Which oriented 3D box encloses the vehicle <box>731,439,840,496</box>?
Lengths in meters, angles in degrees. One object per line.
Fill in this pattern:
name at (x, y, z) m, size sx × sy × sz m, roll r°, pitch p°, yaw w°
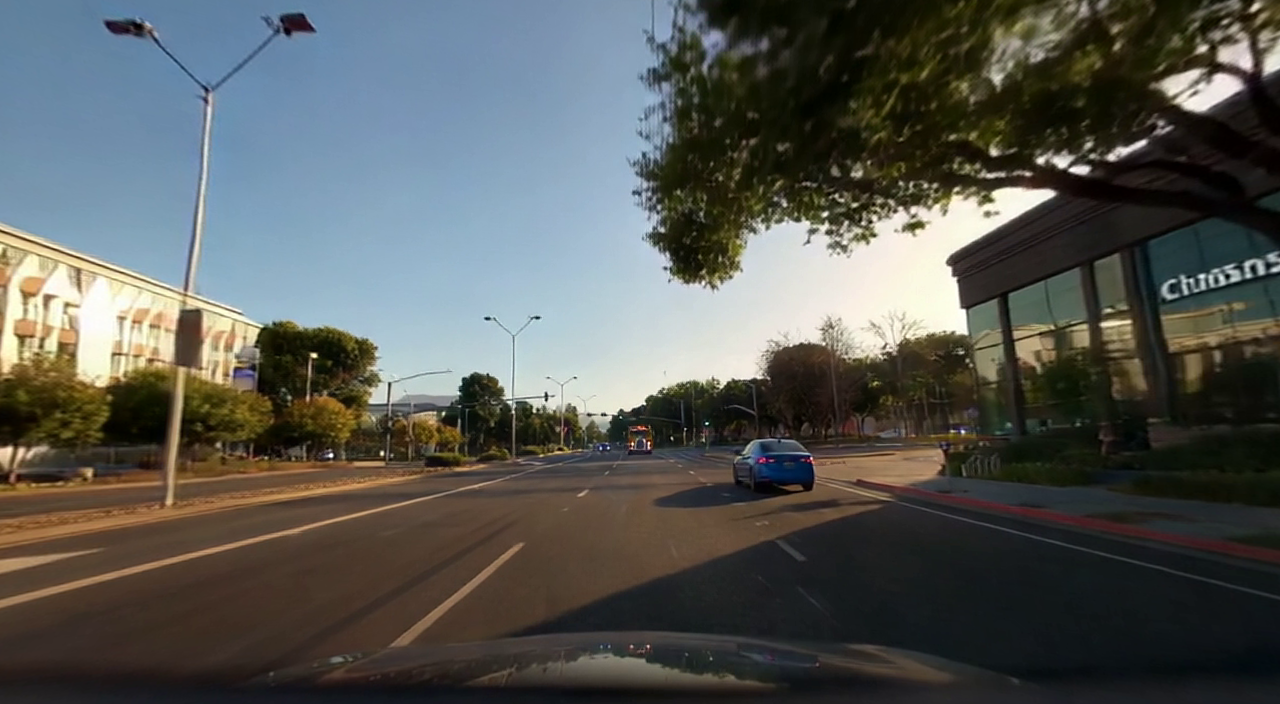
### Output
vehicle at (4.055, 3.299, 18.462) m, size 2.005 × 1.442 × 4.675 m, roll 0°, pitch -8°, yaw -1°
